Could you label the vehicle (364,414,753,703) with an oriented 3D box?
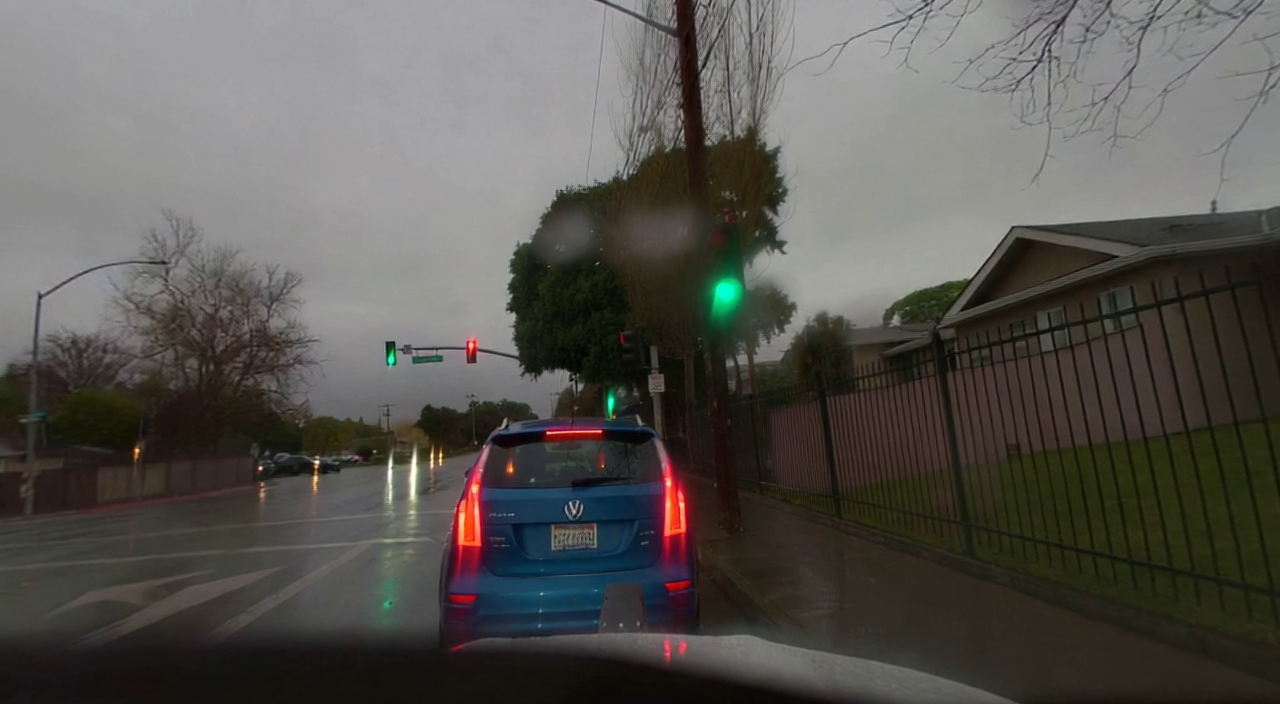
[{"bbox_3d":[-0.669,1.363,5.229,2.024,1.502,3.702,1,-9,-9],"label":"vehicle"}]
